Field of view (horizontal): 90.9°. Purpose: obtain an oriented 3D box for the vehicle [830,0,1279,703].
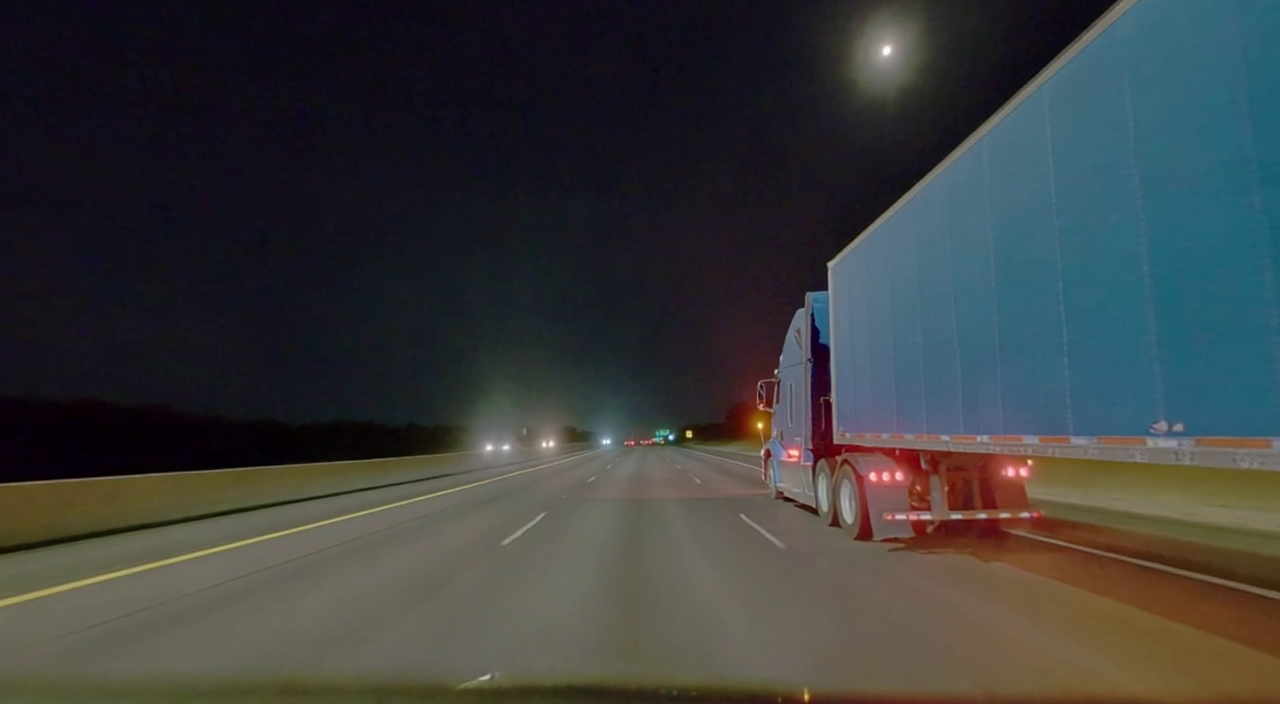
[{"bbox_3d":[3.626,-0.242,2.356,3.012,3.768,8.945,0,-8,0],"label":"vehicle"}]
